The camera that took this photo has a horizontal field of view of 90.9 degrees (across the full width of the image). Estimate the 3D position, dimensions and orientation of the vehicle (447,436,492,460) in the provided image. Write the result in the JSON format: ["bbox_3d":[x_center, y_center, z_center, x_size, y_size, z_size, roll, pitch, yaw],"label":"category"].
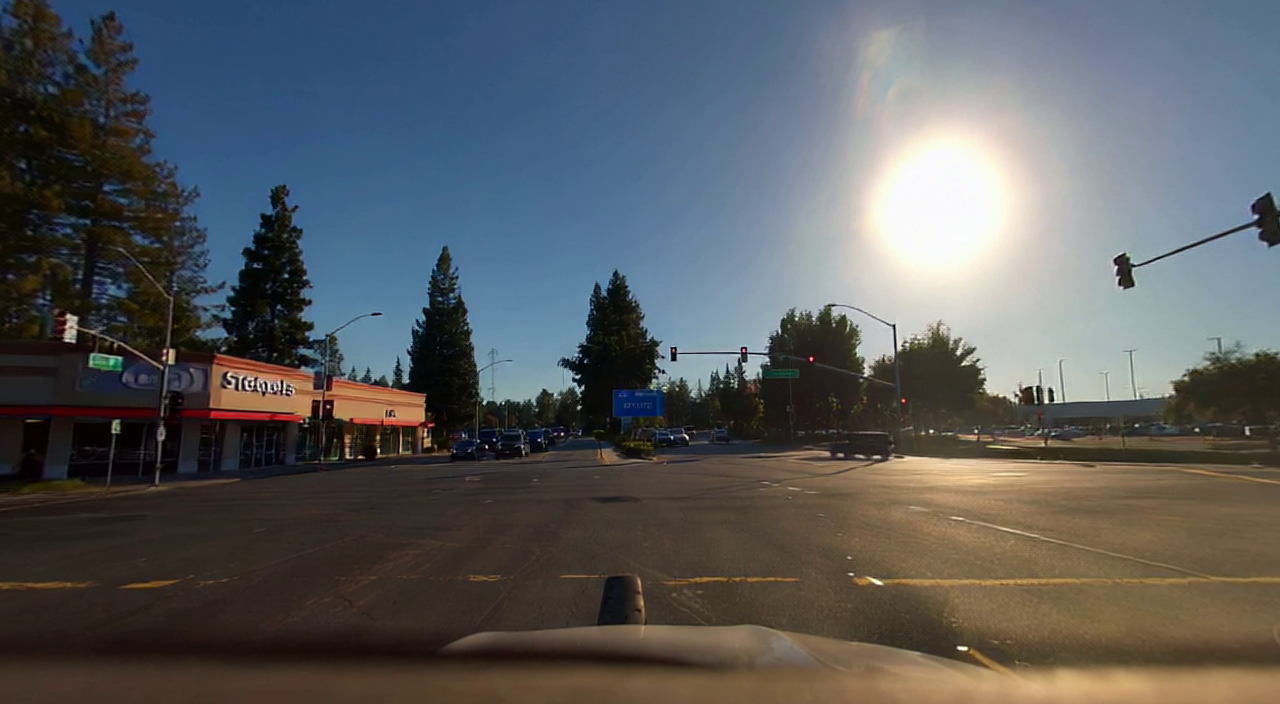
[{"bbox_3d":[-11.765,6.681,43.880,2.111,1.499,4.371,0,-9,-3],"label":"vehicle"}]

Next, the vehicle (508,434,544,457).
[{"bbox_3d":[-8.073,6.669,45.078,1.920,1.546,4.086,0,-9,-1],"label":"vehicle"}]

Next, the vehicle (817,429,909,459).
[{"bbox_3d":[13.029,5.418,37.125,1.936,1.664,4.667,8,-12,-43],"label":"vehicle"}]
